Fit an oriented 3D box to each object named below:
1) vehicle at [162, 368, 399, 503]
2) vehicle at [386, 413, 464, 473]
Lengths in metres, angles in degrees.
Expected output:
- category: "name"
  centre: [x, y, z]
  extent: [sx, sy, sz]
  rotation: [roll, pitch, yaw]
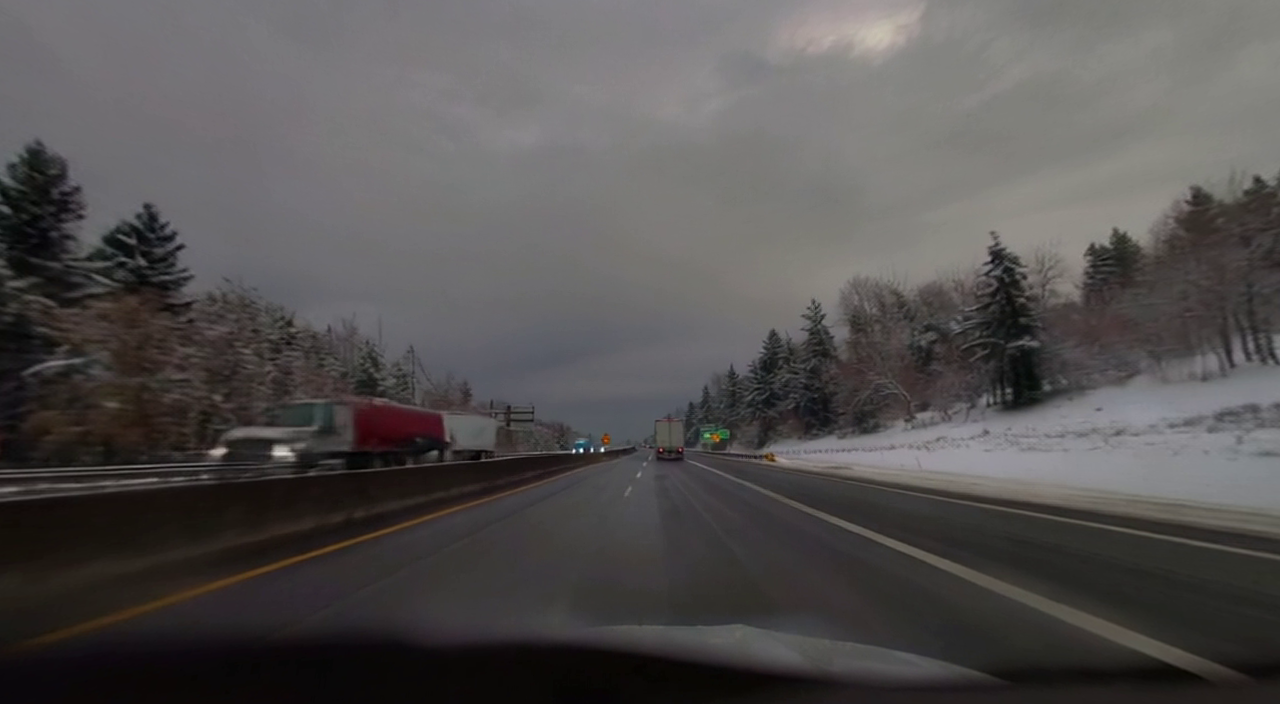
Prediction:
- category: "vehicle"
  centre: [-10.677, 2.713, 19.940]
  extent: [2.770, 3.421, 7.624]
  rotation: [-1, -9, 2]
- category: "vehicle"
  centre: [-14.278, 6.151, 42.182]
  extent: [2.938, 3.697, 5.821]
  rotation: [-1, -9, 2]
